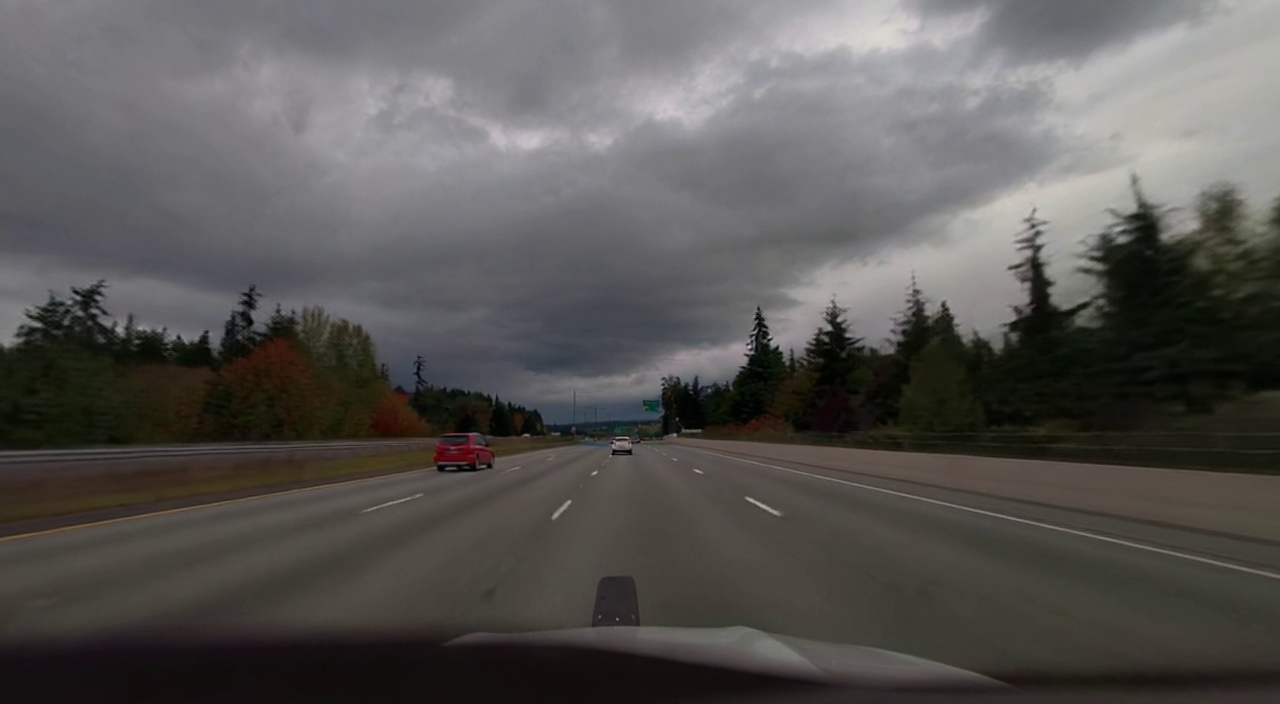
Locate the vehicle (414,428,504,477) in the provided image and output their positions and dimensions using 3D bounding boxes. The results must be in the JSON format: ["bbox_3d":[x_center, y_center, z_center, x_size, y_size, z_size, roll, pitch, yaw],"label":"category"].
[{"bbox_3d":[-6.818,3.806,24.227,2.111,1.689,4.505,0,-8,0],"label":"vehicle"}]

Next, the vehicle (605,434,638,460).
[{"bbox_3d":[-1.156,6.090,40.588,2.010,1.534,4.013,0,-8,0],"label":"vehicle"}]
